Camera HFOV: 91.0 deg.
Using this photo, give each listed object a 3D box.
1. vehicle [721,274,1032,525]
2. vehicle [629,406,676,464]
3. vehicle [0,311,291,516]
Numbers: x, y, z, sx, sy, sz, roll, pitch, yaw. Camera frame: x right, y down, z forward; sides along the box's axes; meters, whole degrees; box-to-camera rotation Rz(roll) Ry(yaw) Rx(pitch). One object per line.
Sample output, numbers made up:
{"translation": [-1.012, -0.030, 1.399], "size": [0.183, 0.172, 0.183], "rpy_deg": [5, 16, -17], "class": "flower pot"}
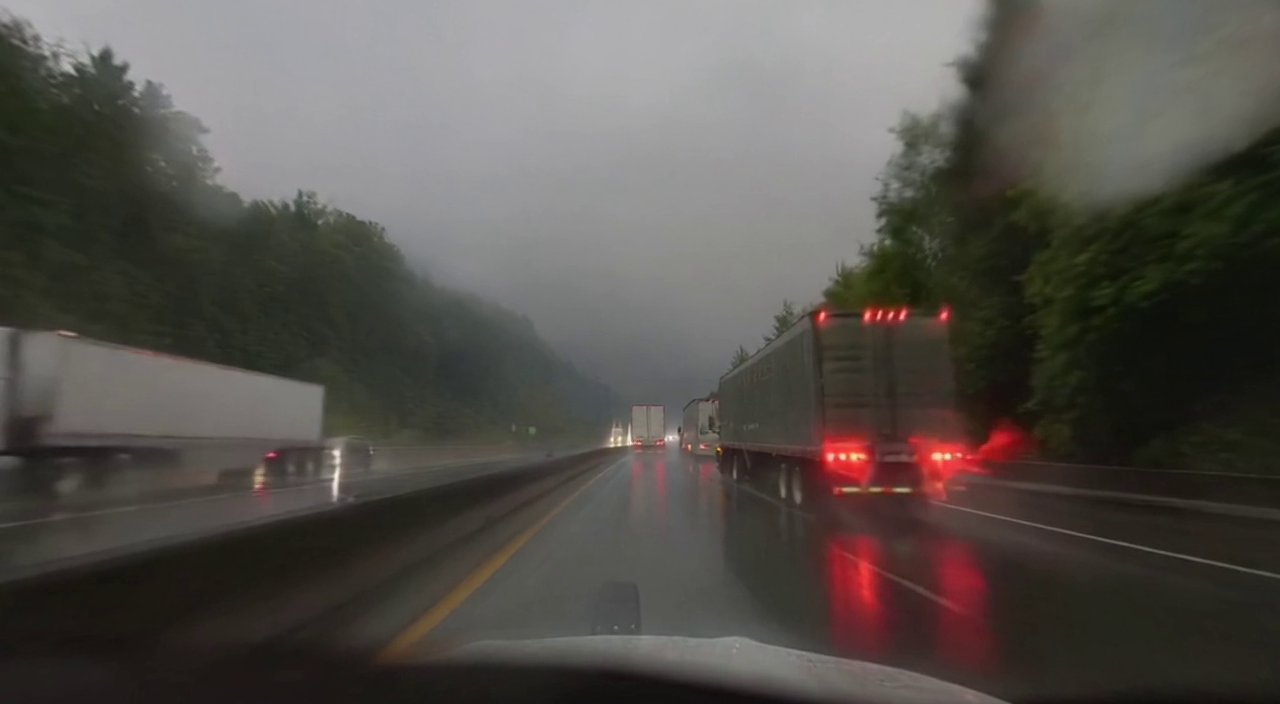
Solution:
{"translation": [4.723, 1.711, 17.373], "size": [2.851, 4.077, 14.289], "rpy_deg": [0, -8, -1], "class": "vehicle"}
{"translation": [0.685, 5.251, 39.528], "size": [2.644, 3.247, 7.454], "rpy_deg": [0, -8, 0], "class": "vehicle"}
{"translation": [-12.947, 1.663, 15.219], "size": [2.949, 3.648, 10.317], "rpy_deg": [-1, -8, 1], "class": "vehicle"}
